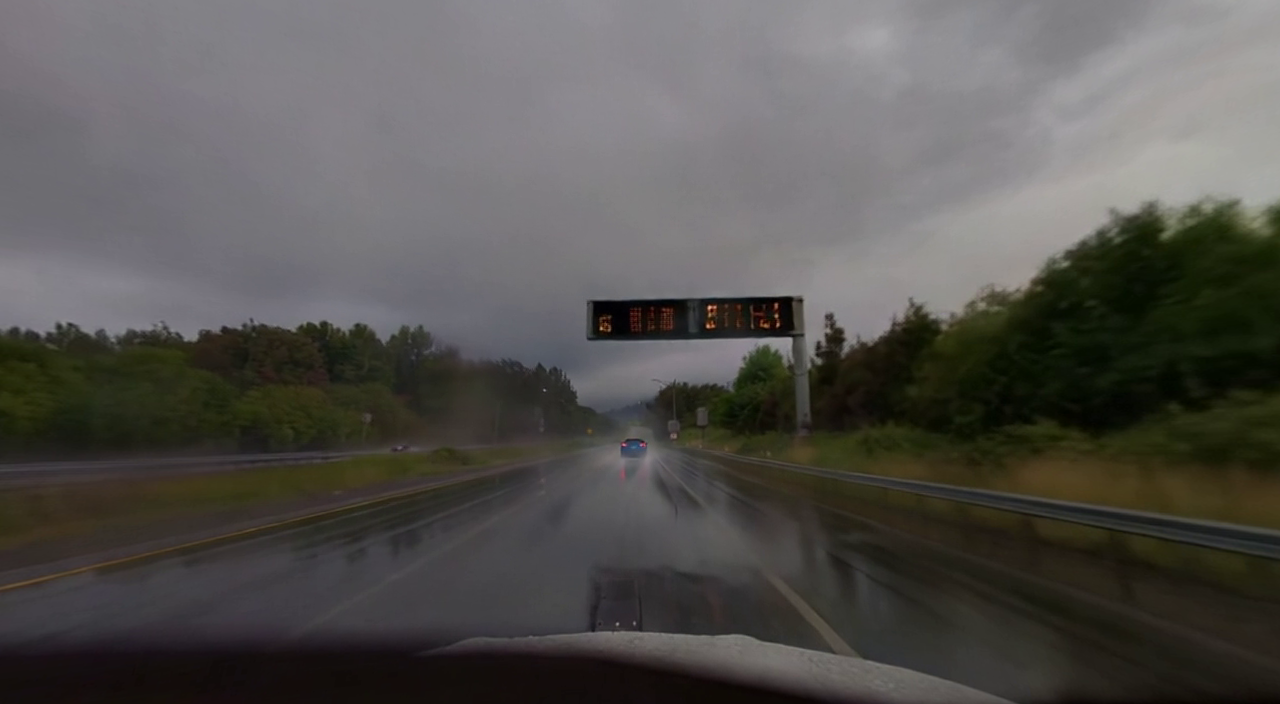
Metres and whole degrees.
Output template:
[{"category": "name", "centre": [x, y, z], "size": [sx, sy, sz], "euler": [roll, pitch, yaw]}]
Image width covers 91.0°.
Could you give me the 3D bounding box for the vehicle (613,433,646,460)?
[{"category": "vehicle", "centre": [-0.736, 6.461, 43.182], "size": [2.180, 1.717, 4.139], "euler": [0, -8, -1]}]
